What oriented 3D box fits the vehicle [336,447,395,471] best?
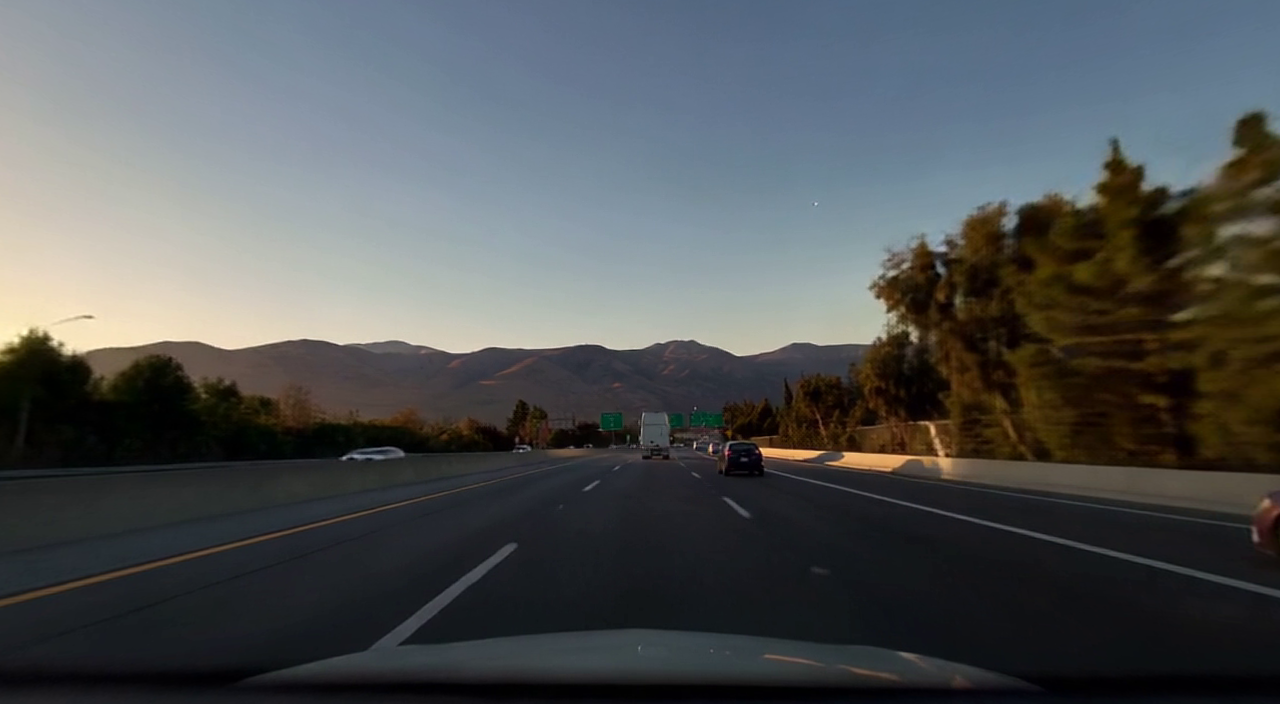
[{"bbox_3d":[-18.945,7.390,43.764,1.944,1.487,4.621,-1,-8,2],"label":"vehicle"}]

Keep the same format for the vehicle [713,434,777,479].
[{"bbox_3d":[4.112,4.148,25.274,1.880,1.624,3.941,0,-8,0],"label":"vehicle"}]
